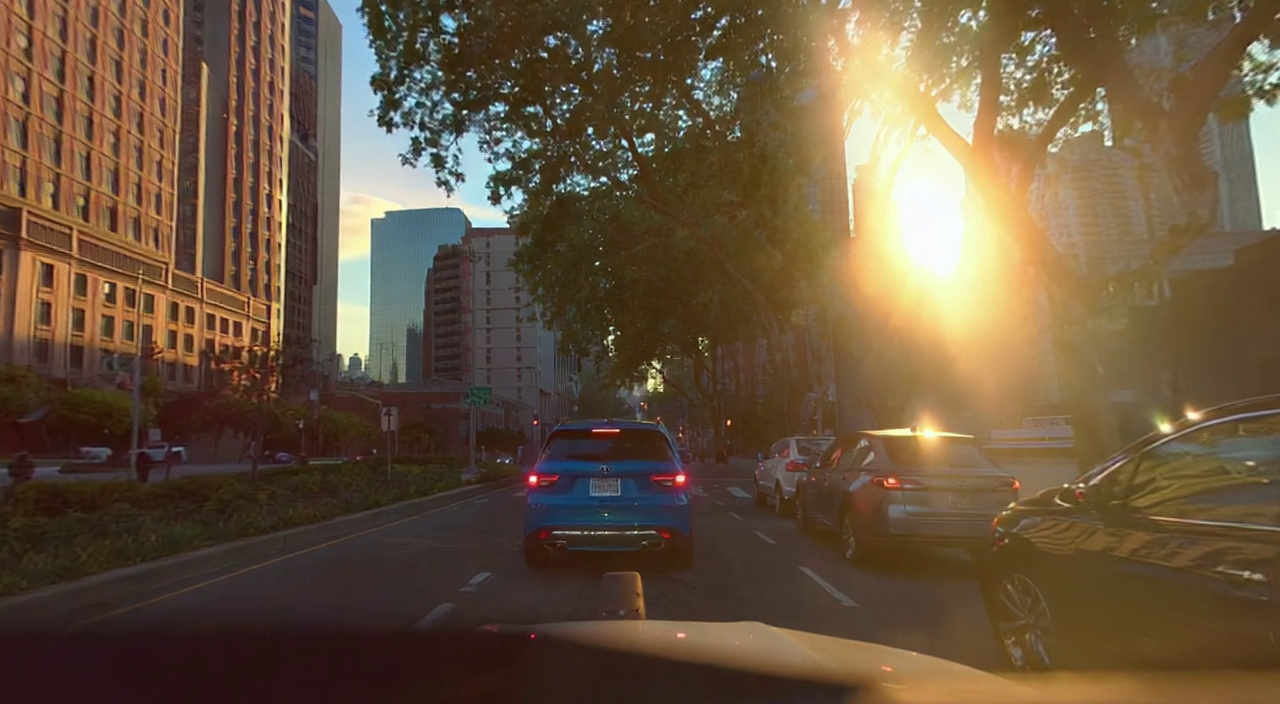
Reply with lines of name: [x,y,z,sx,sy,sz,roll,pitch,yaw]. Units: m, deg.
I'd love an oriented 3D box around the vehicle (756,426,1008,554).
vehicle: [3.287,1.973,9.806,1.941,1.482,4.632,0,-9,-2]

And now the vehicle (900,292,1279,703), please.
vehicle: [2.998,0.747,2.246,2.063,1.760,4.664,0,-9,-1]

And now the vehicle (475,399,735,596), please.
vehicle: [-0.357,1.568,7.600,2.249,1.684,4.084,0,-9,-2]
